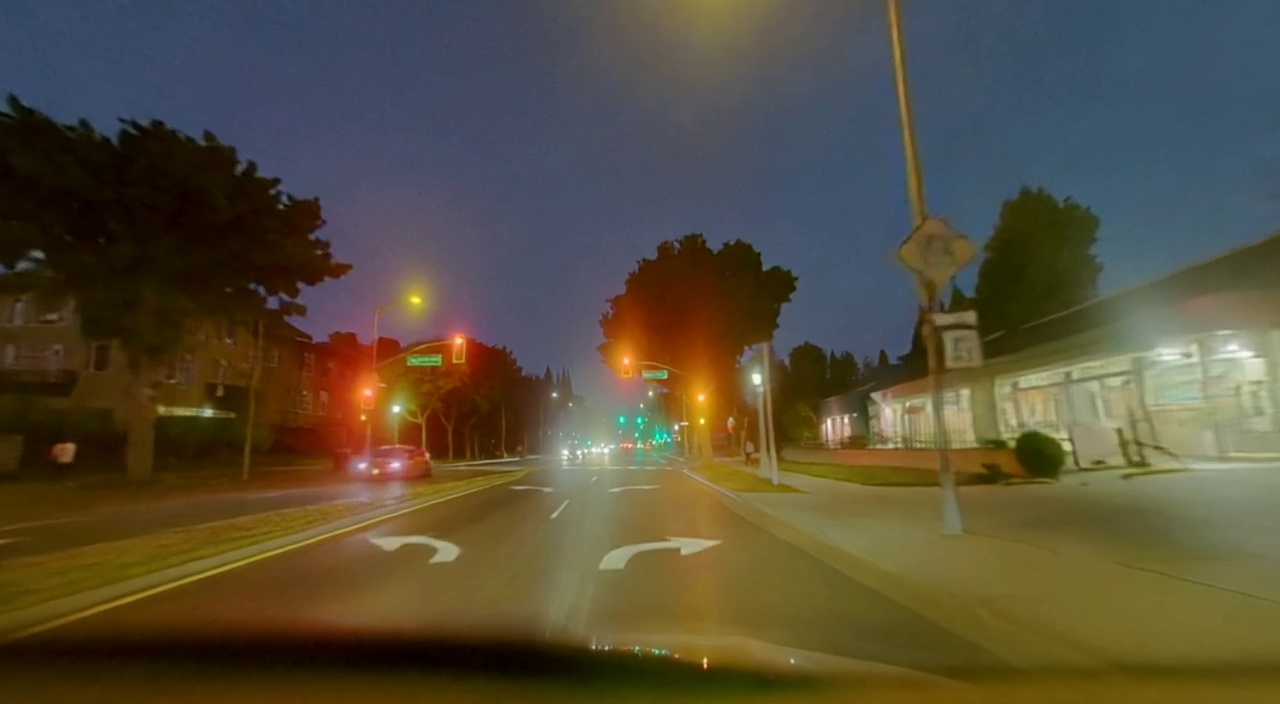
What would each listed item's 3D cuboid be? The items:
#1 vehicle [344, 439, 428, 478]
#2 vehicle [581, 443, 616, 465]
[{"bbox_3d":[-10.642,4.488,26.811,1.873,1.532,3.777,0,-8,2],"label":"vehicle"},{"bbox_3d":[-2.897,7.278,45.354,2.122,1.469,4.388,0,-8,1],"label":"vehicle"}]
